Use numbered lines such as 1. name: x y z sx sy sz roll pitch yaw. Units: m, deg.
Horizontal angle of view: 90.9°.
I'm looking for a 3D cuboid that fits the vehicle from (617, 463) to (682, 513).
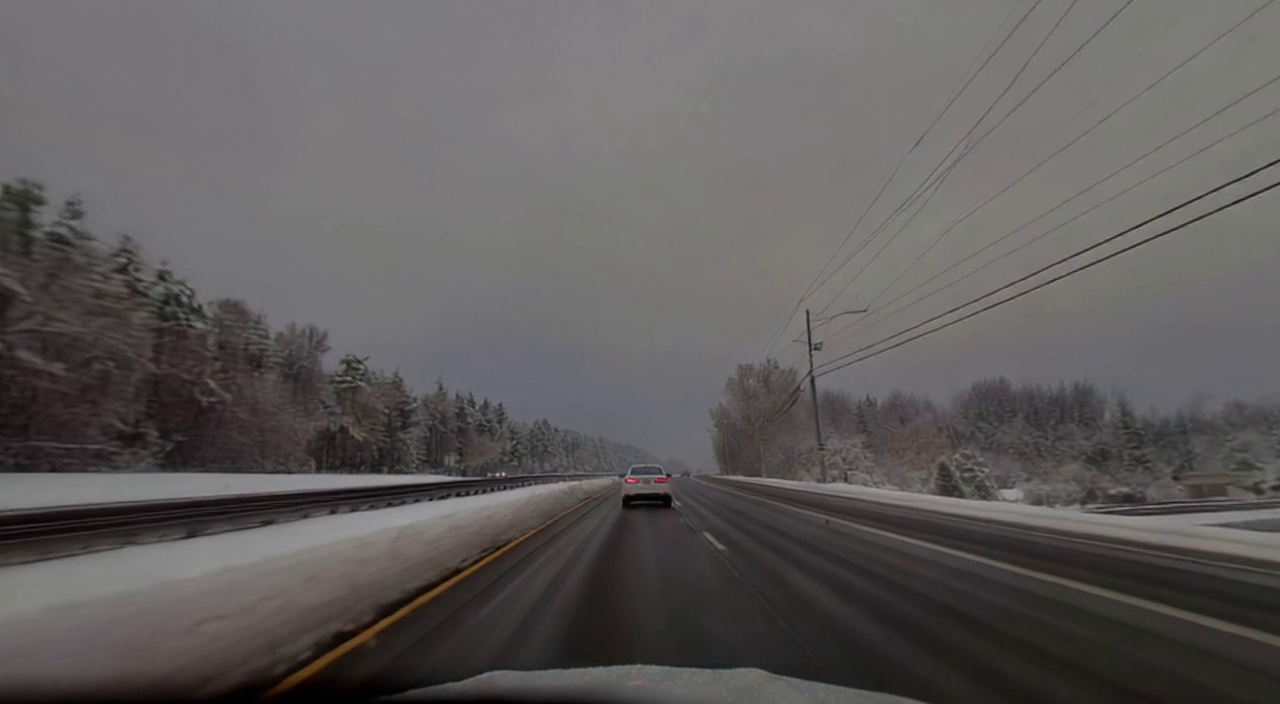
1. vehicle: 0.302 4.490 21.134 1.987 1.480 3.786 1 -10 0
